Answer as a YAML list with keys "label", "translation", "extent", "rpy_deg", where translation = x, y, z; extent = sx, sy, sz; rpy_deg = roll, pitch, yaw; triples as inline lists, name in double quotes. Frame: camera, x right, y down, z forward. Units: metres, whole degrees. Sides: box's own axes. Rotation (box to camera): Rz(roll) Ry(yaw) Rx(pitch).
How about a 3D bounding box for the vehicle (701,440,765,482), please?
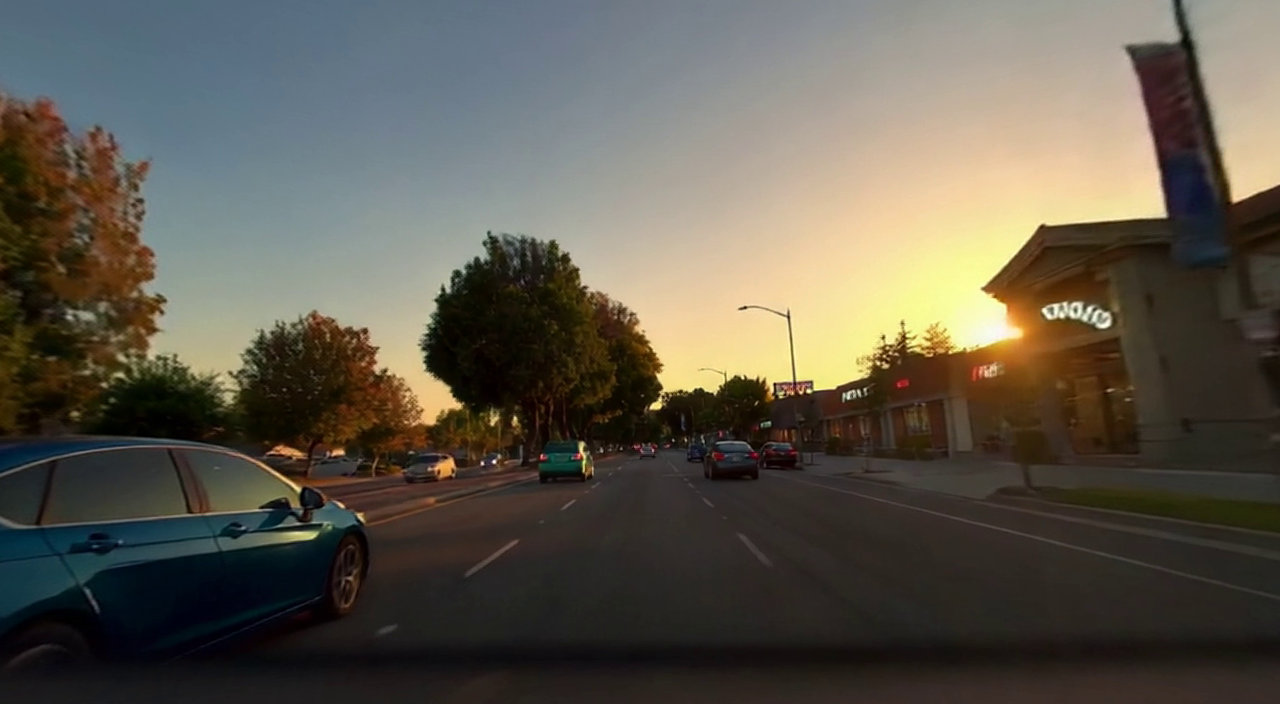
- label: "vehicle"
  translation: [3.603, 4.306, 25.185]
  extent: [1.904, 1.490, 4.299]
  rpy_deg: [0, -9, 0]

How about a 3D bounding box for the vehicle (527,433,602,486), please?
- label: "vehicle"
  translation: [-2.746, 4.055, 23.986]
  extent: [2.193, 1.788, 4.603]
  rpy_deg: [0, -9, 1]

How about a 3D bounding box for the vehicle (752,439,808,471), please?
- label: "vehicle"
  translation: [7.684, 5.698, 35.075]
  extent: [2.089, 1.678, 4.725]
  rpy_deg: [0, -9, 1]

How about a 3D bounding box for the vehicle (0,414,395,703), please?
- label: "vehicle"
  translation: [-3.241, 1.107, 3.212]
  extent: [1.956, 1.460, 4.802]
  rpy_deg: [0, -9, 1]
